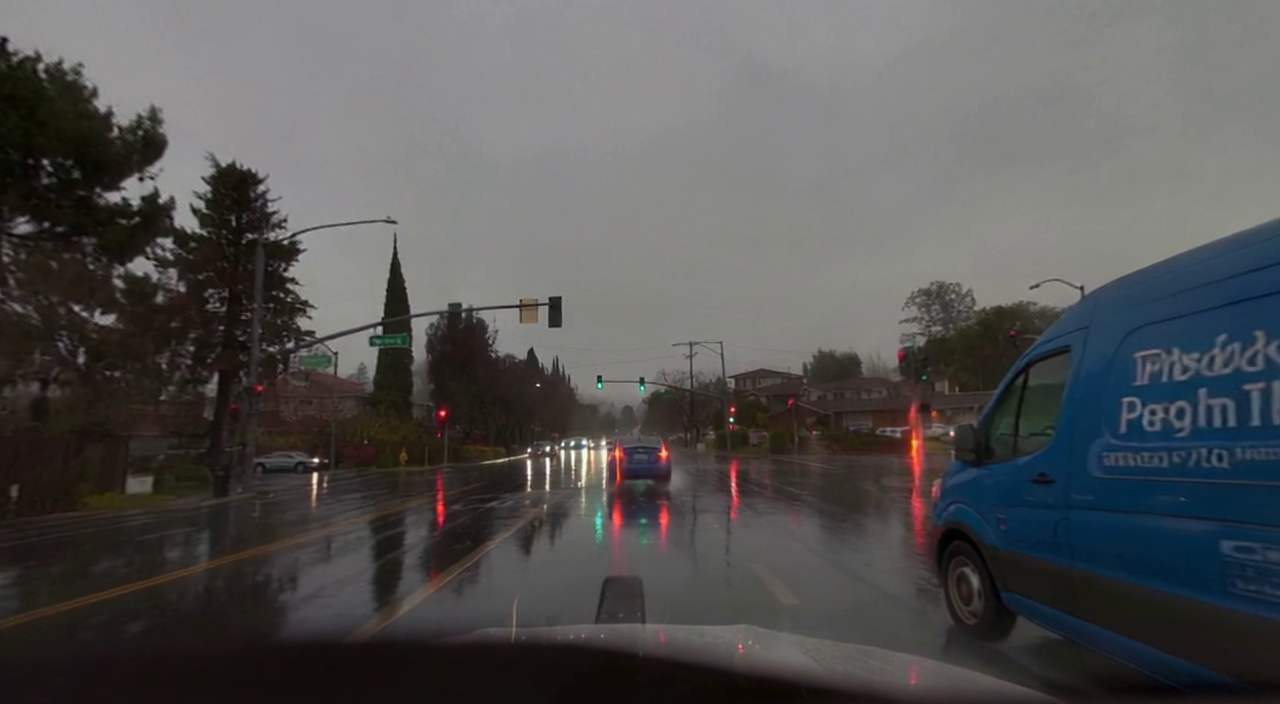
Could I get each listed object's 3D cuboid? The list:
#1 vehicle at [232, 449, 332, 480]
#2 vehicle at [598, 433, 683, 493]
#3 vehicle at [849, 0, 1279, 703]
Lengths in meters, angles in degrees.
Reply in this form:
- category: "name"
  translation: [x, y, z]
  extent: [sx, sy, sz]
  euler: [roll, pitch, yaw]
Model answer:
- category: "vehicle"
  translation: [-20.548, 6.453, 36.387]
  extent: [4.588, 1.703, 1.879]
  euler: [0, -9, 1]
- category: "vehicle"
  translation: [-0.005, 3.076, 17.799]
  extent: [2.104, 1.462, 3.991]
  euler: [0, -9, 0]
- category: "vehicle"
  translation: [2.940, 0.079, 0.953]
  extent: [2.770, 3.054, 7.271]
  euler: [0, -9, 0]
